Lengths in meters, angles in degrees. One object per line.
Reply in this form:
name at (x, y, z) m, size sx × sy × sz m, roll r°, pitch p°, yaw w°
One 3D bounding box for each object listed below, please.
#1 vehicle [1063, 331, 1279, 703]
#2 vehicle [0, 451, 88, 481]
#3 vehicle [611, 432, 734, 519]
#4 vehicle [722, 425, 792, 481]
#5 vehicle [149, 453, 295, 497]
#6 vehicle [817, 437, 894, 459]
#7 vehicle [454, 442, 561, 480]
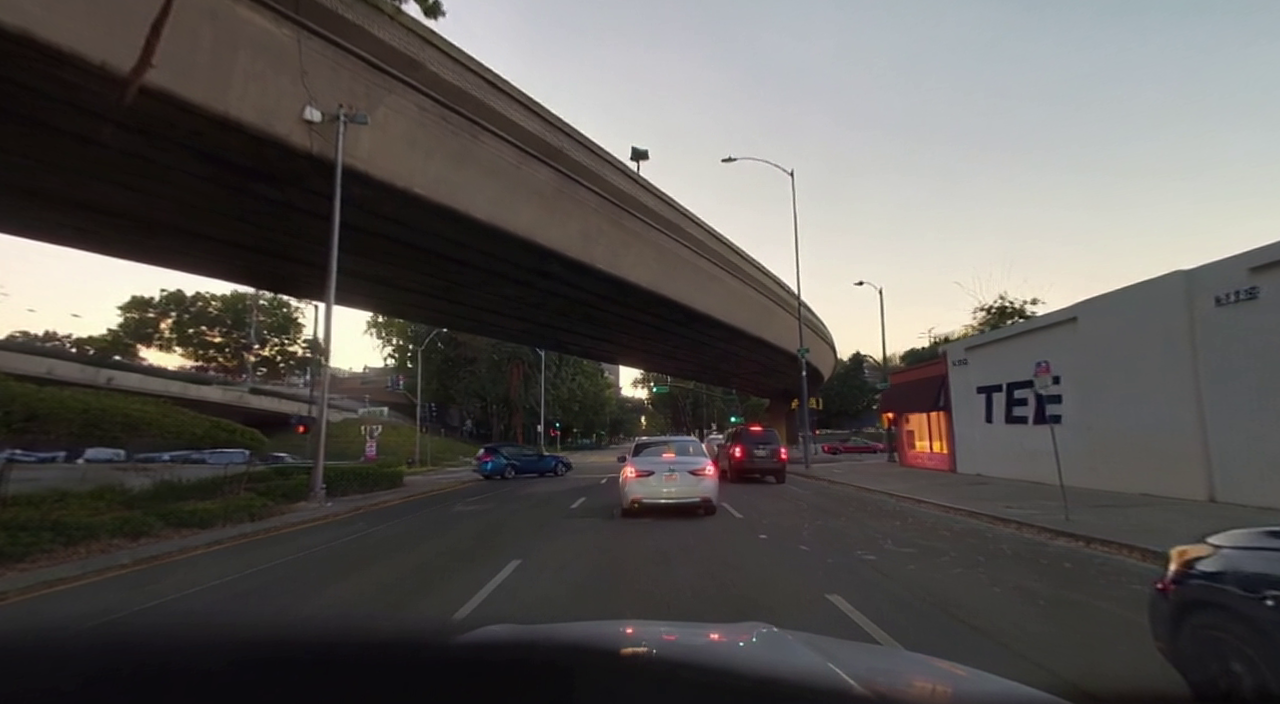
vehicle at (3.469, 0.652, 1.326) m, size 2.062 × 1.781 × 4.488 m, roll 0°, pitch -8°, yaw 1°
vehicle at (-35.186, 6.574, 36.498) m, size 4.474 × 1.673 × 2.010 m, roll 0°, pitch -8°, yaw 1°
vehicle at (0.572, 2.429, 12.917) m, size 2.101 × 1.467 × 4.210 m, roll 0°, pitch -8°, yaw 1°
vehicle at (4.496, 3.960, 24.932) m, size 2.080 × 1.999 × 4.379 m, roll -1°, pitch -8°, yaw 2°
vehicle at (-16.234, 4.736, 24.726) m, size 1.873 × 1.462 × 4.283 m, roll -6°, pitch -10°, yaw 32°
vehicle at (14.536, 6.473, 42.679) m, size 4.498 × 1.439 × 1.842 m, roll 0°, pitch -9°, yaw -1°
vehicle at (-6.097, 5.011, 29.324) m, size 4.546 × 1.611 × 1.832 m, roll 8°, pitch -11°, yaw -43°
